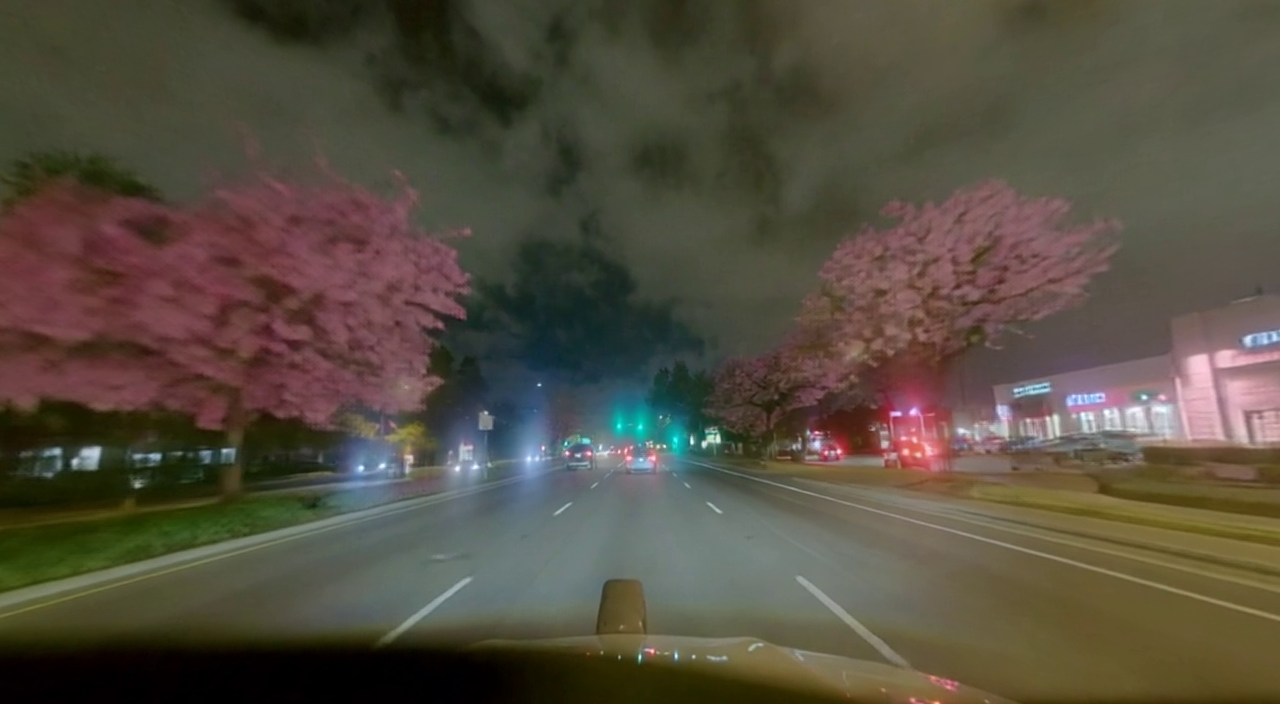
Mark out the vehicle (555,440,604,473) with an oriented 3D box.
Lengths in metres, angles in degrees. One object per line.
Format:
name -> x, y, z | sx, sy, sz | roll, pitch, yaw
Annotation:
vehicle -> -3.551, 6.271, 38.053 | 2.453, 1.844, 4.751 | 0, -9, 1

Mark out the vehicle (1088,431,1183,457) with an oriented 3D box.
vehicle -> 29.808, 5.569, 37.990 | 1.832, 1.421, 4.597 | -1, -8, -2

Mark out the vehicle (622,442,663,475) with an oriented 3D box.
vehicle -> 0.146, 5.967, 35.491 | 2.149, 1.701, 4.379 | 0, -9, 0

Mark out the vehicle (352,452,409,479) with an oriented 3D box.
vehicle -> -18.111, 7.910, 44.087 | 2.030, 1.750, 4.597 | 0, -9, 0
